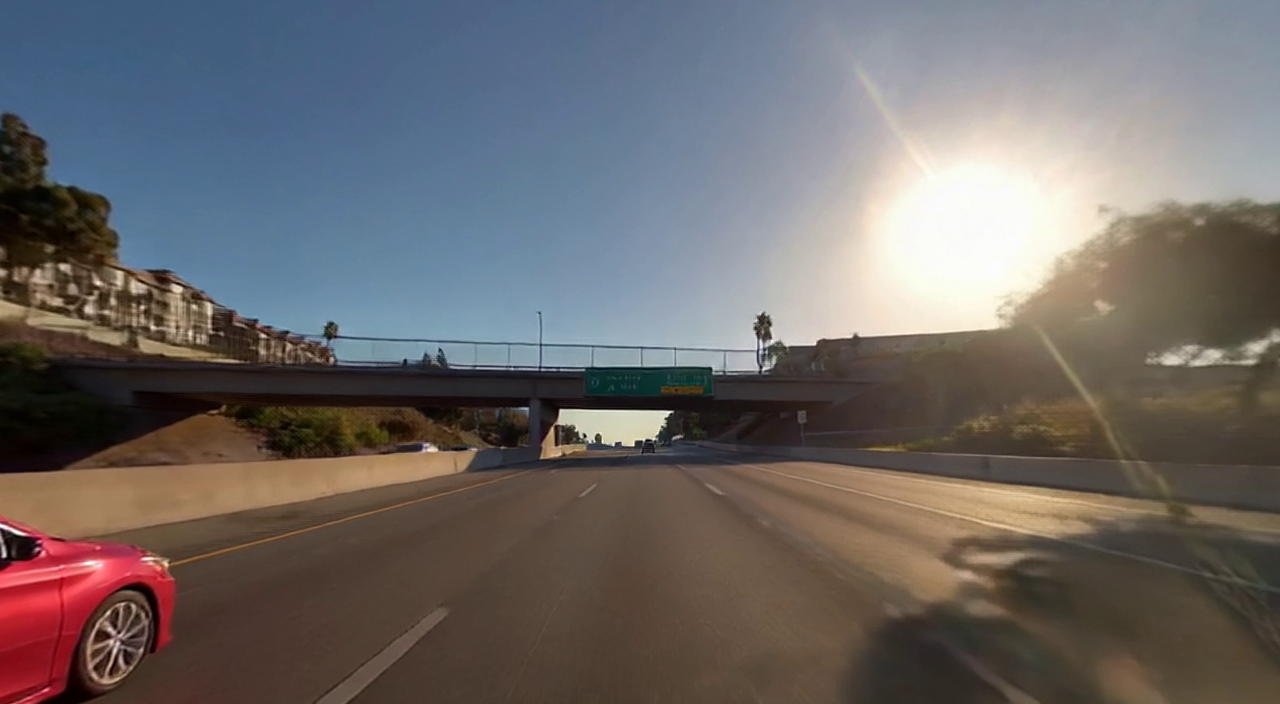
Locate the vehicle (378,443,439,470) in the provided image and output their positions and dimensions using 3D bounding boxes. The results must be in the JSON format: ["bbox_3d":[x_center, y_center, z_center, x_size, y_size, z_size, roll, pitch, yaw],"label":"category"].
[{"bbox_3d":[-14.652,6.635,40.271,2.024,1.557,4.788,0,-8,1],"label":"vehicle"}]
